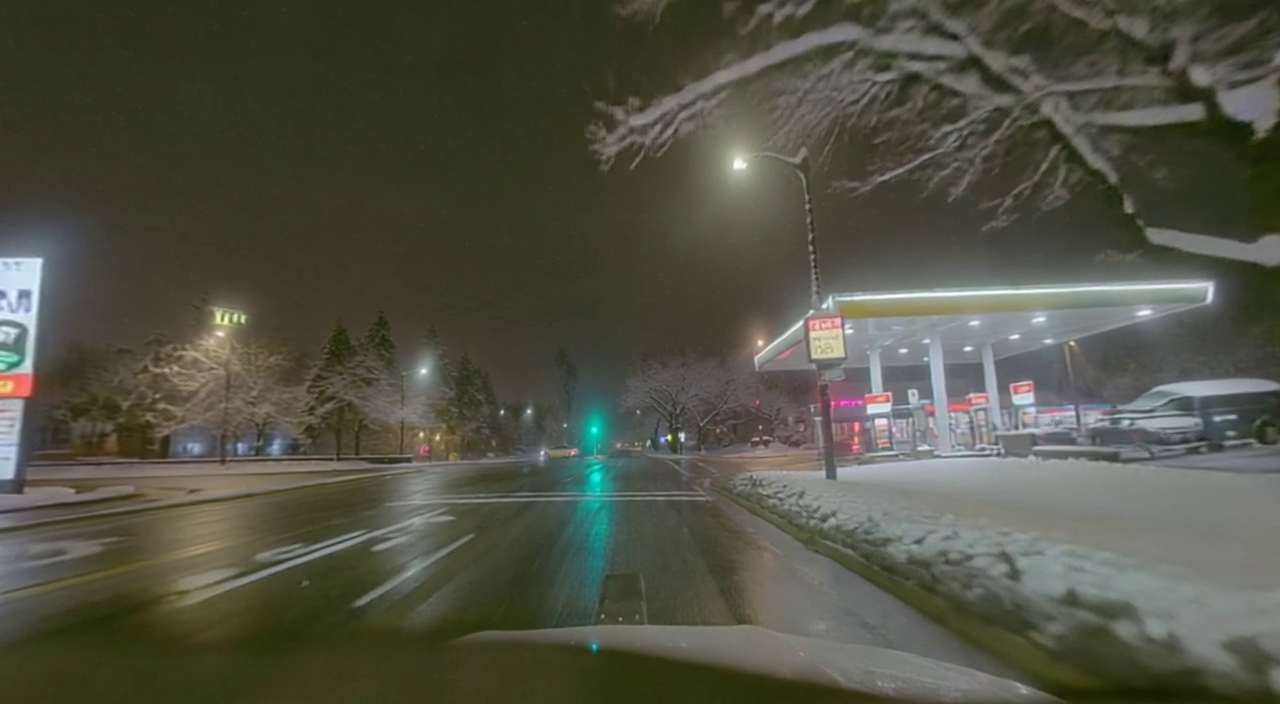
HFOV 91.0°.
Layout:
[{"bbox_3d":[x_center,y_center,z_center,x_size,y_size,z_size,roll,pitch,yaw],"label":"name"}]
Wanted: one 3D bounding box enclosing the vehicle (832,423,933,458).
[{"bbox_3d":[13.160,4.840,34.369,4.640,1.800,2.026,0,-9,-2],"label":"vehicle"}]
